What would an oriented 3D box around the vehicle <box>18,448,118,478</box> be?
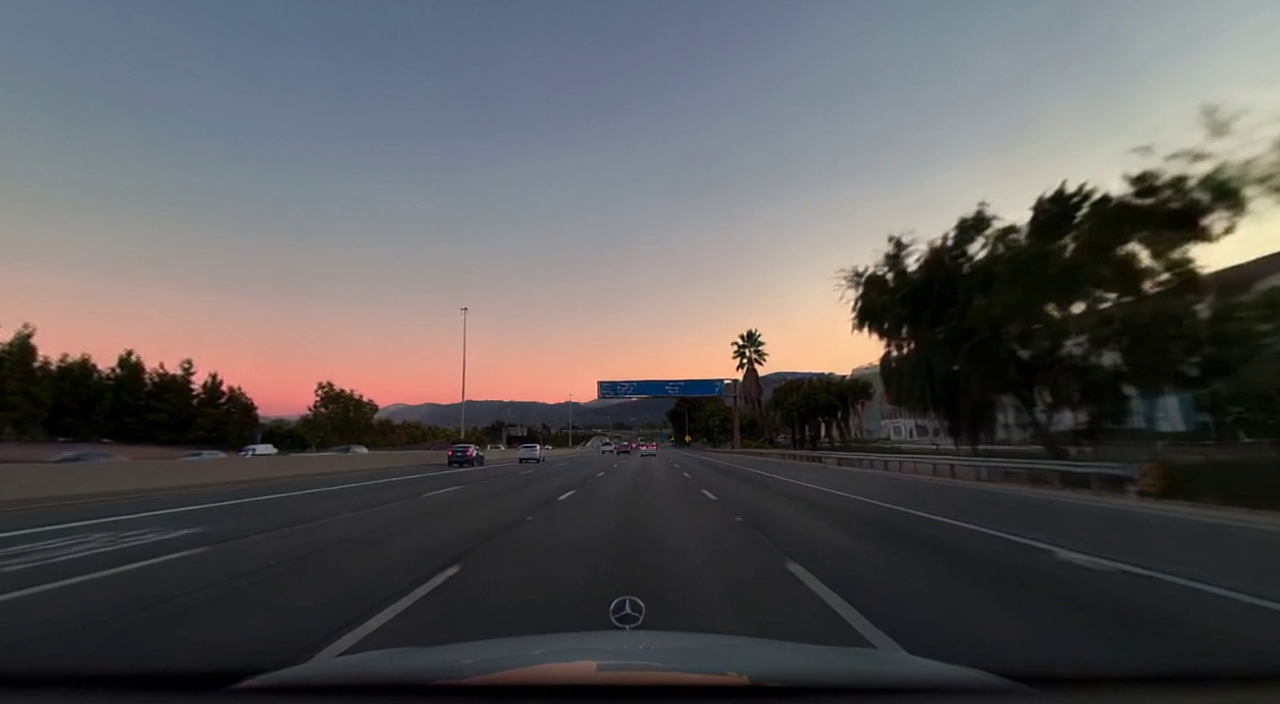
[{"bbox_3d":[-33.746,6.524,37.385,1.977,1.582,4.243,-1,-8,-1],"label":"vehicle"}]
